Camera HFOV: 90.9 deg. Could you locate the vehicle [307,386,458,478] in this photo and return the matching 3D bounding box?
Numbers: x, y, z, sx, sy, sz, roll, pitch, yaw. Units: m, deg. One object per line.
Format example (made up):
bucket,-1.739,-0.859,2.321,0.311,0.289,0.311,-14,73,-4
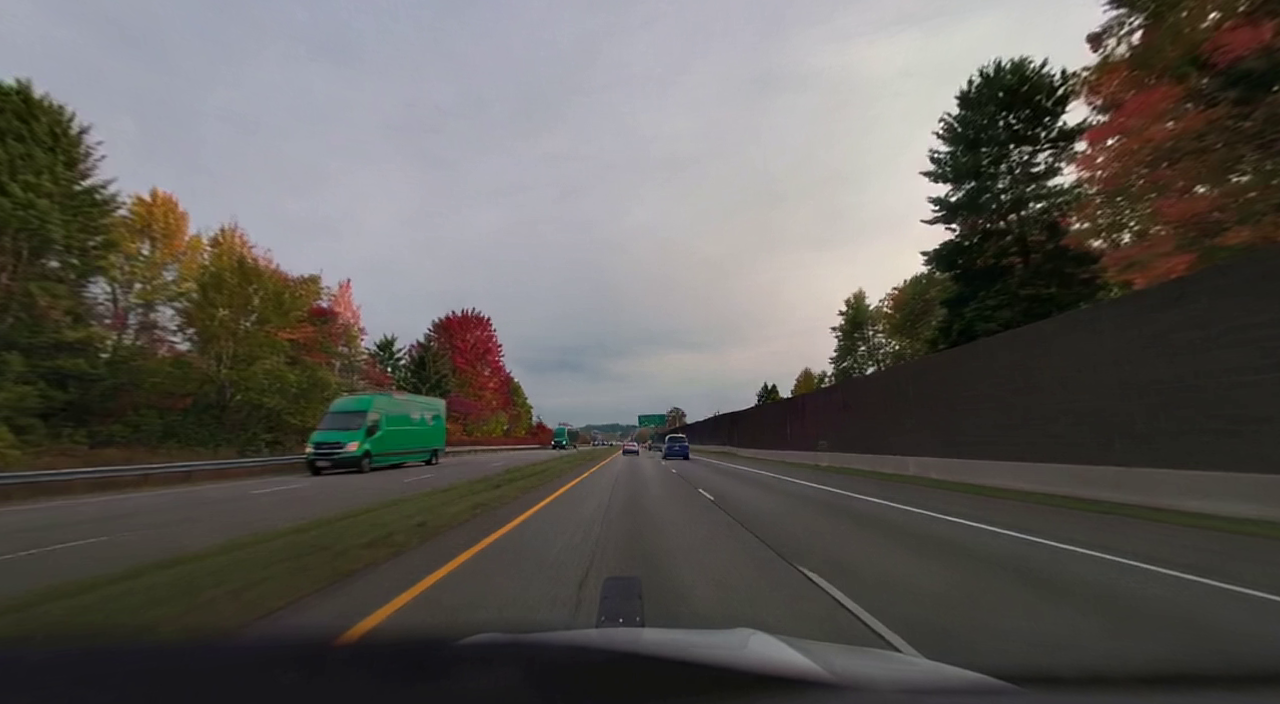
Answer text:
vehicle,-11.798,3.911,30.379,3.001,3.662,10.102,0,-8,0
